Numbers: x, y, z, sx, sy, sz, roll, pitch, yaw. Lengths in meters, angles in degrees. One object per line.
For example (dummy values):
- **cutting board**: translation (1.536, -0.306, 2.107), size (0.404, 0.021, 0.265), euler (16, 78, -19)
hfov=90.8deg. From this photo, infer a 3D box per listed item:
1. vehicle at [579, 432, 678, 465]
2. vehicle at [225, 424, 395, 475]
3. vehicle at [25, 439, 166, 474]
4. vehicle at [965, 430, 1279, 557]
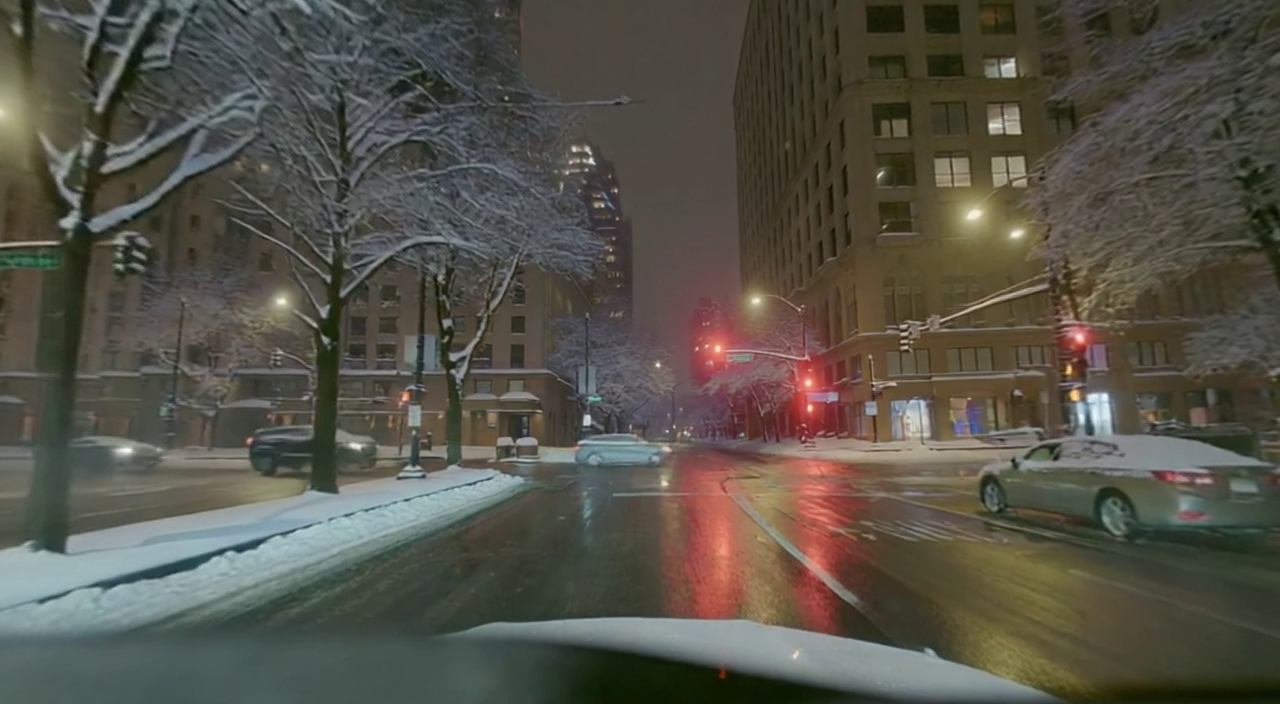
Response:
- **vehicle**: translation (-0.569, 4.524, 29.740), size (4.503, 1.475, 1.789), euler (0, -8, -3)
- **vehicle**: translation (-13.260, 3.946, 25.721), size (5.659, 1.967, 2.149), euler (0, -8, -3)
- **vehicle**: translation (-24.315, 4.663, 28.352), size (4.482, 1.492, 1.805), euler (0, -8, -3)
- **vehicle**: translation (7.438, 2.050, 10.015), size (1.936, 1.489, 4.885), euler (0, -8, 0)
